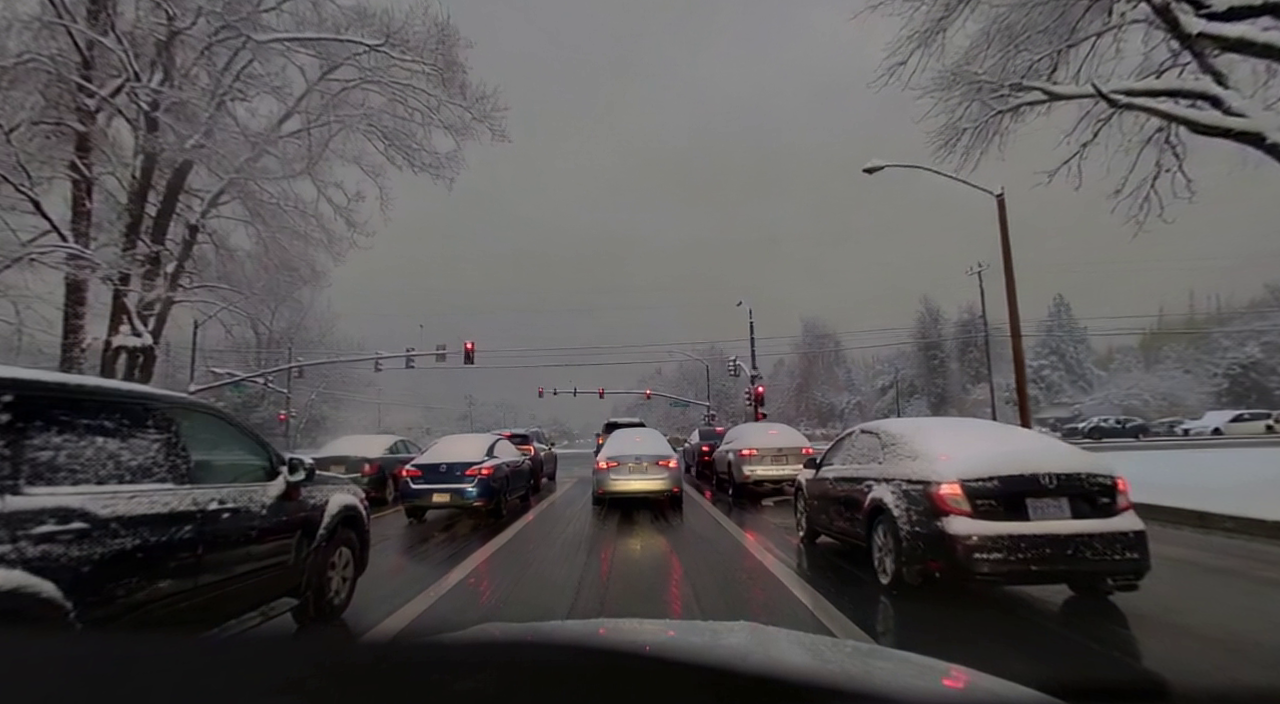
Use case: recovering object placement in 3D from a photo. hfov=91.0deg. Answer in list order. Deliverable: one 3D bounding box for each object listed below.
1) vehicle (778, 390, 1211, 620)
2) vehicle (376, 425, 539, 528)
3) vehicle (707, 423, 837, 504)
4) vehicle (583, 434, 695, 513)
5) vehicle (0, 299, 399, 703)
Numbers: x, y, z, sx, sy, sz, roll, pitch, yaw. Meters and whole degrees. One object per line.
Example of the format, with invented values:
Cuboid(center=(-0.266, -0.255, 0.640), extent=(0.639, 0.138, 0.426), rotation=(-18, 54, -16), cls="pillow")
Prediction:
Cuboid(center=(3.128, 1.446, 6.924), extent=(2.074, 1.685, 4.387), rotation=(0, -8, -2), cls="vehicle")
Cuboid(center=(-3.135, 2.219, 11.844), extent=(1.896, 1.546, 4.378), rotation=(0, -8, -2), cls="vehicle")
Cuboid(center=(2.978, 2.634, 15.234), extent=(2.106, 1.667, 4.101), rotation=(0, -8, -2), cls="vehicle")
Cuboid(center=(-0.088, 2.540, 13.642), extent=(2.076, 1.438, 3.770), rotation=(0, -8, -2), cls="vehicle")
Cuboid(center=(-3.257, 0.915, 3.523), extent=(2.079, 1.756, 4.676), rotation=(0, -8, -2), cls="vehicle")
